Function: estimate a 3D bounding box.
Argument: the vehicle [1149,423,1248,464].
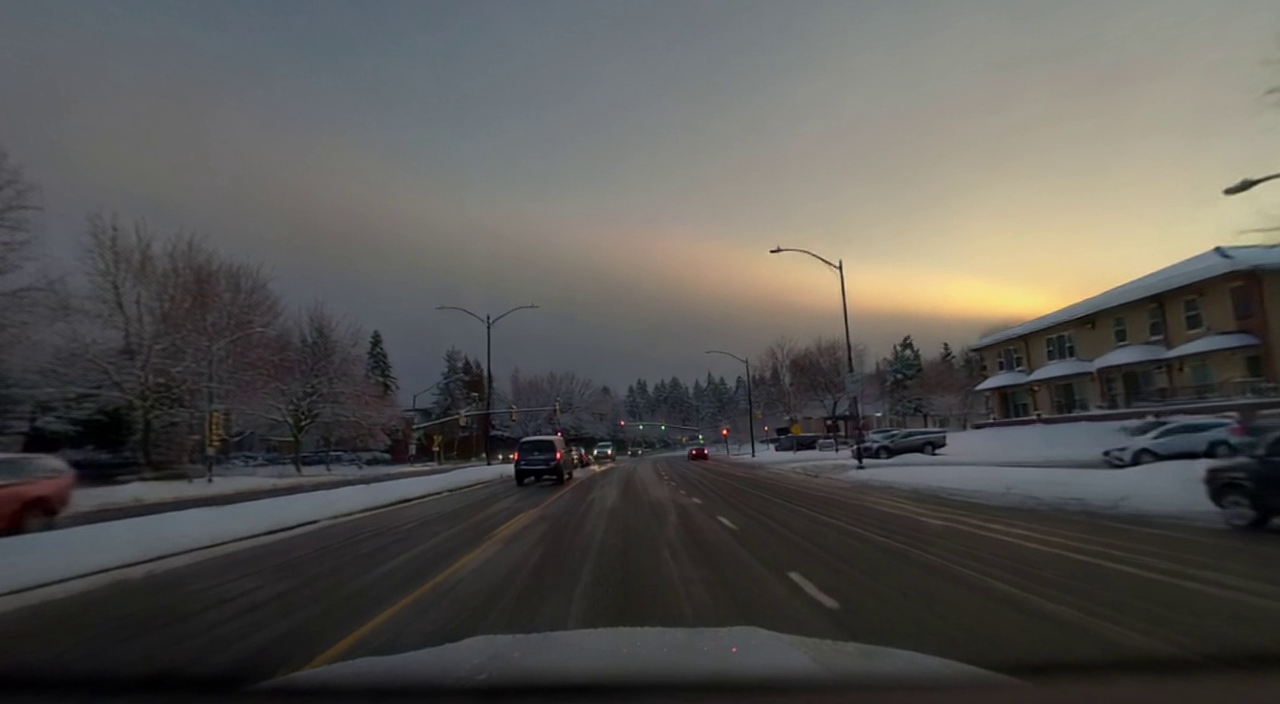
[{"bbox_3d":[21.878,3.618,24.954,1.901,1.450,4.504,-5,-10,29],"label":"vehicle"}]

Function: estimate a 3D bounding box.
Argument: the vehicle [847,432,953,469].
[{"bbox_3d":[12.695,4.843,31.130,4.399,1.722,2.202,-2,-9,11],"label":"vehicle"}]

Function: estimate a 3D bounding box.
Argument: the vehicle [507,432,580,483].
[{"bbox_3d":[-3.862,4.367,26.311,2.220,1.888,4.904,0,-9,1],"label":"vehicle"}]

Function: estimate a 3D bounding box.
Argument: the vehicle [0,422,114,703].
[{"bbox_3d":[-3.800,0.774,1.014,2.144,1.447,4.421,0,-9,-1],"label":"vehicle"}]
